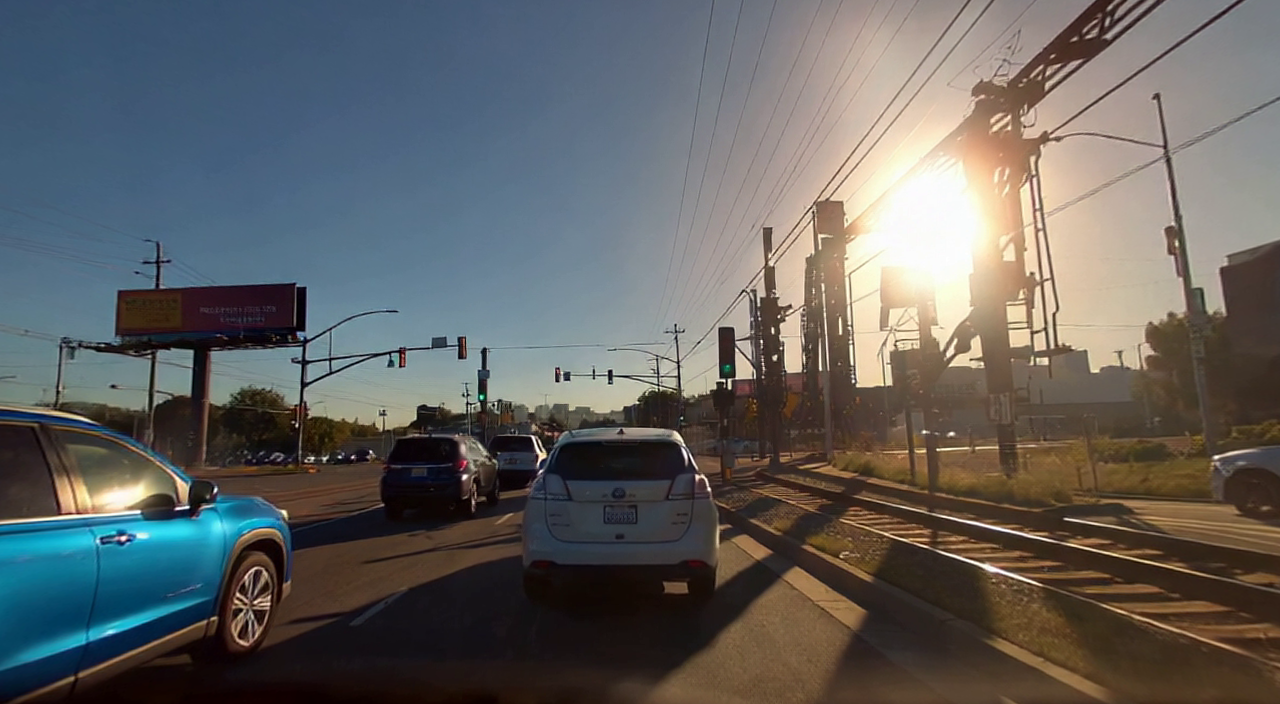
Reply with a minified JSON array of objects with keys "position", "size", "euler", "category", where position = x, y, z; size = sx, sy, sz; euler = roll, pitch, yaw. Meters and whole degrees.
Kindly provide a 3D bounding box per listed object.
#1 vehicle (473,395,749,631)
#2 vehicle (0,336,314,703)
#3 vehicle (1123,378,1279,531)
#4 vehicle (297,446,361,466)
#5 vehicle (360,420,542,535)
[{"position":[-0.218,1.459,6.553],"size":[2.025,1.723,3.644],"euler":[0,-9,0],"category":"vehicle"},{"position":[-3.930,0.863,2.986],"size":[2.052,1.814,5.184],"euler":[0,-9,-1],"category":"vehicle"},{"position":[9.599,1.309,8.194],"size":[5.060,1.702,2.033],"euler":[1,-9,-4],"category":"vehicle"},{"position":[-24.189,8.058,49.077],"size":[4.357,1.444,1.842],"euler":[-3,-9,19],"category":"vehicle"},{"position":[-3.134,2.193,11.586],"size":[1.988,1.678,4.317],"euler":[0,-9,0],"category":"vehicle"}]
